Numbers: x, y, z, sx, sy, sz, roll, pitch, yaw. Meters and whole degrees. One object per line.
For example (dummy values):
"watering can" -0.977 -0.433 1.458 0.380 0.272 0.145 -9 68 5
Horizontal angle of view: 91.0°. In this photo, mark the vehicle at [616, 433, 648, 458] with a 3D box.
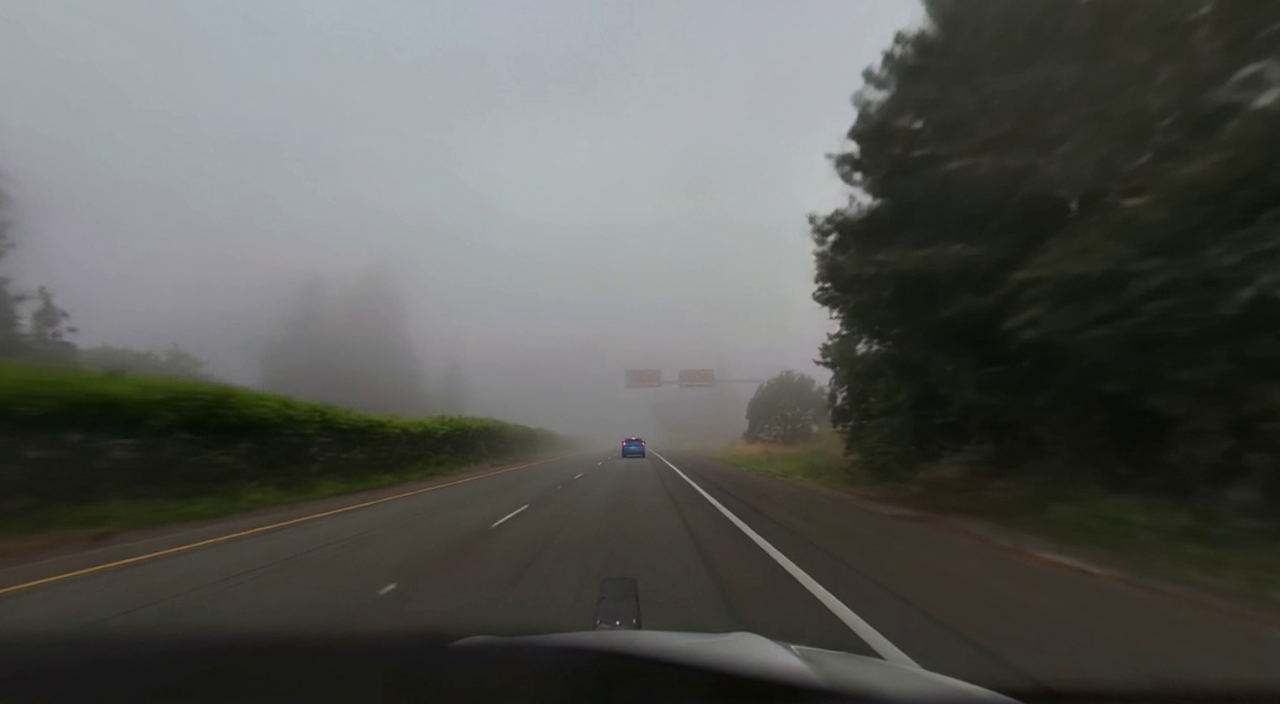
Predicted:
"vehicle" -0.584 6.648 44.853 2.180 1.717 4.139 0 -8 -1
